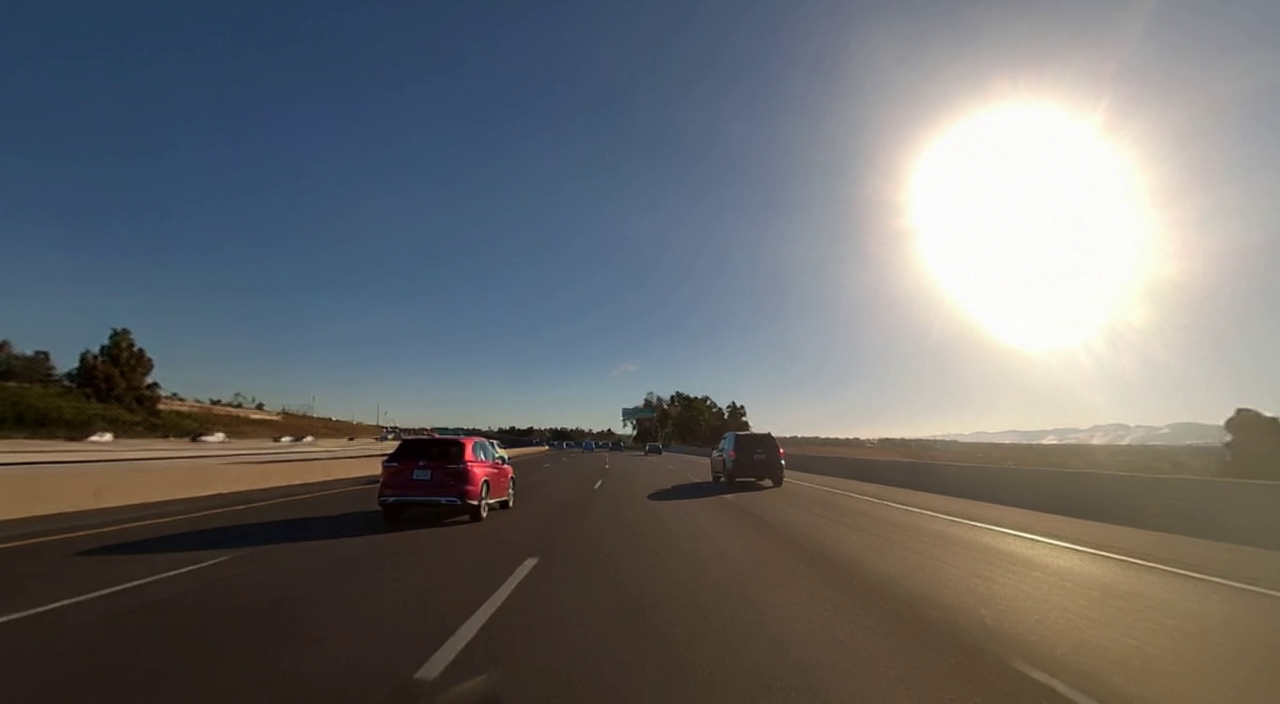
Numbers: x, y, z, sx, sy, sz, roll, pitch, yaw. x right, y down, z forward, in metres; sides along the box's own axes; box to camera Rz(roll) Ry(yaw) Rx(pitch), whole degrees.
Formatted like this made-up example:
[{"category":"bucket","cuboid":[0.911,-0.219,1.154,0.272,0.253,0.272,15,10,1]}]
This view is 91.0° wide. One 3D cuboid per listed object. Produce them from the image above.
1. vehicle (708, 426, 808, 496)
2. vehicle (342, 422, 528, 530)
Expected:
[{"category":"vehicle","cuboid":[3.474,3.333,19.578,2.153,1.860,4.689,0,-9,-1]},{"category":"vehicle","cuboid":[-3.754,2.370,12.605,2.214,1.743,4.465,0,-9,0]}]
